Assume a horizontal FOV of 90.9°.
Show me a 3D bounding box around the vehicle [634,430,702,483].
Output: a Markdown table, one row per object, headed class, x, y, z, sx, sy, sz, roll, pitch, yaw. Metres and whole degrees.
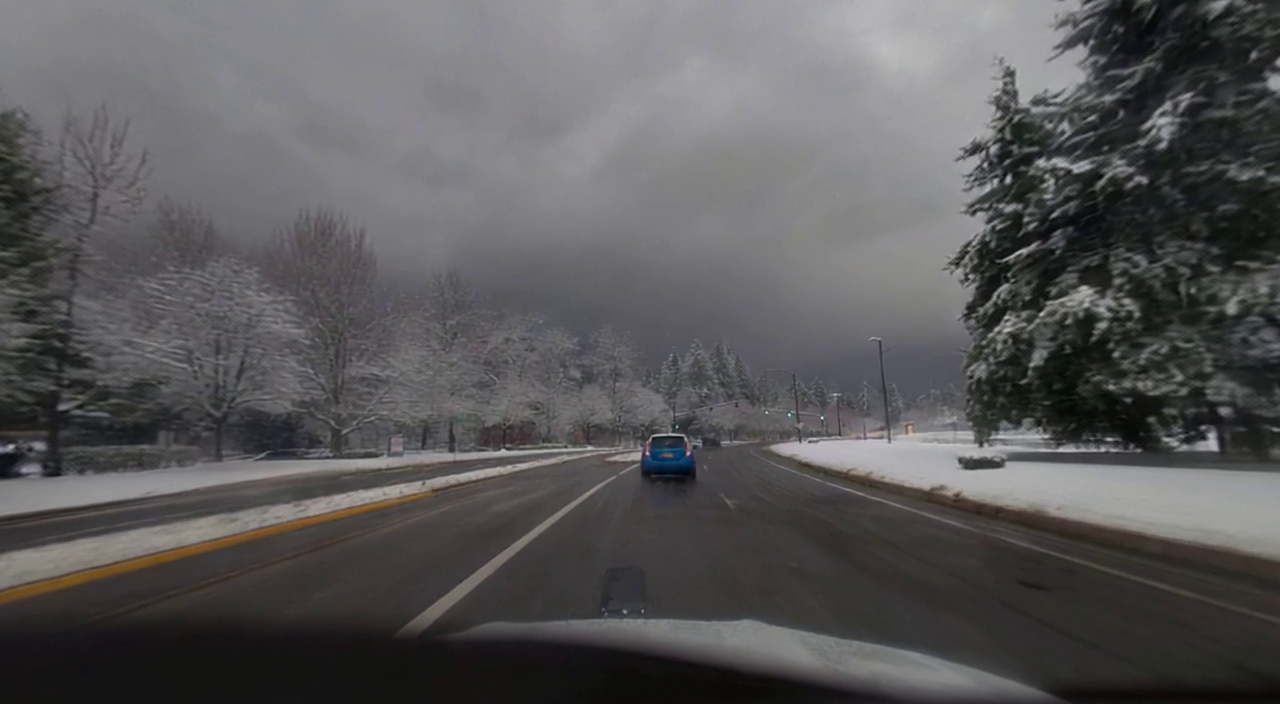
| class | x | y | z | sx | sy | sz | roll | pitch | yaw |
| --- | --- | --- | --- | --- | --- | --- | --- | --- | --- |
| vehicle | 0.963 | 3.360 | 20.580 | 2.010 | 1.535 | 3.735 | -1 | -8 | 4 |
